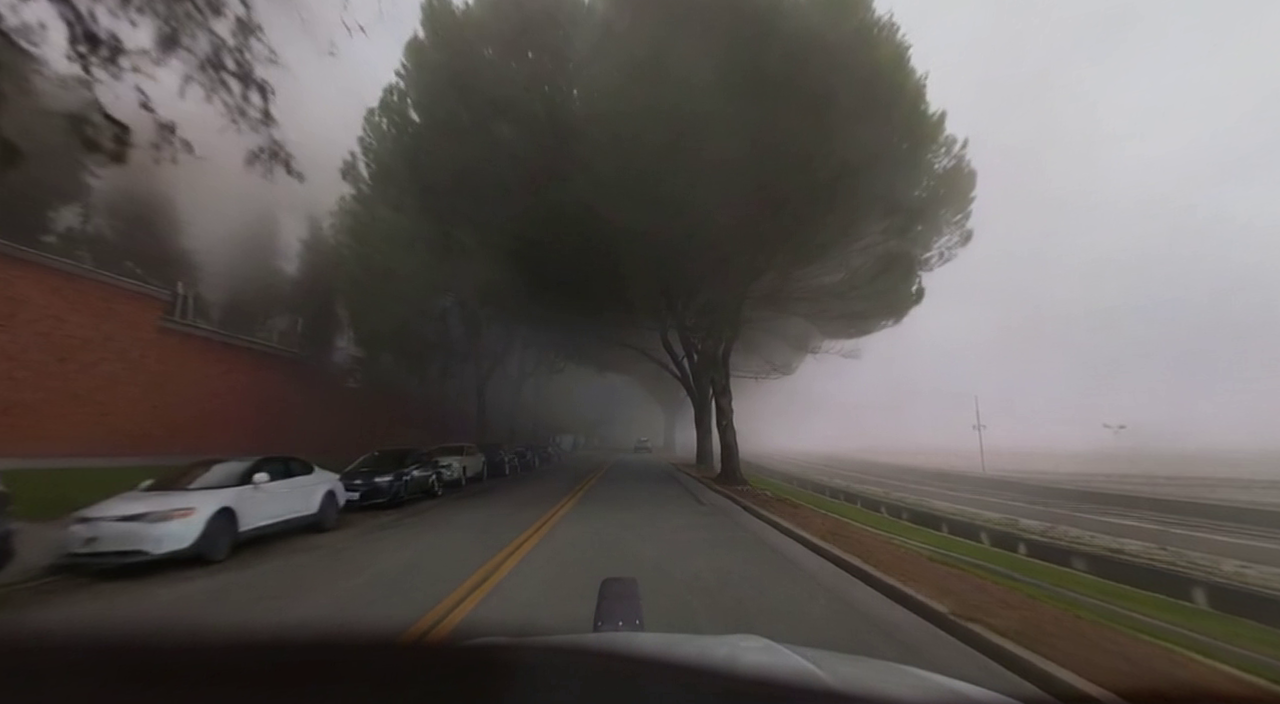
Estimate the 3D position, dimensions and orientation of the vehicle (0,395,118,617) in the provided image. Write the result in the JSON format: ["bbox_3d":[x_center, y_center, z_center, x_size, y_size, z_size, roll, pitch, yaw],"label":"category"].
[{"bbox_3d":[-6.236,1.036,3.654,1.976,1.805,5.123,1,-8,1],"label":"vehicle"}]

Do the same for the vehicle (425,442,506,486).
[{"bbox_3d":[-6.589,4.259,24.395,1.906,1.460,4.391,1,-8,-1],"label":"vehicle"}]

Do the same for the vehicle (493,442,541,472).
[{"bbox_3d":[-6.930,5.969,36.187,1.952,1.514,4.630,1,-8,-2],"label":"vehicle"}]

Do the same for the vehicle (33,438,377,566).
[{"bbox_3d":[-6.349,2.163,10.219,1.925,1.488,4.983,1,-8,1],"label":"vehicle"}]
